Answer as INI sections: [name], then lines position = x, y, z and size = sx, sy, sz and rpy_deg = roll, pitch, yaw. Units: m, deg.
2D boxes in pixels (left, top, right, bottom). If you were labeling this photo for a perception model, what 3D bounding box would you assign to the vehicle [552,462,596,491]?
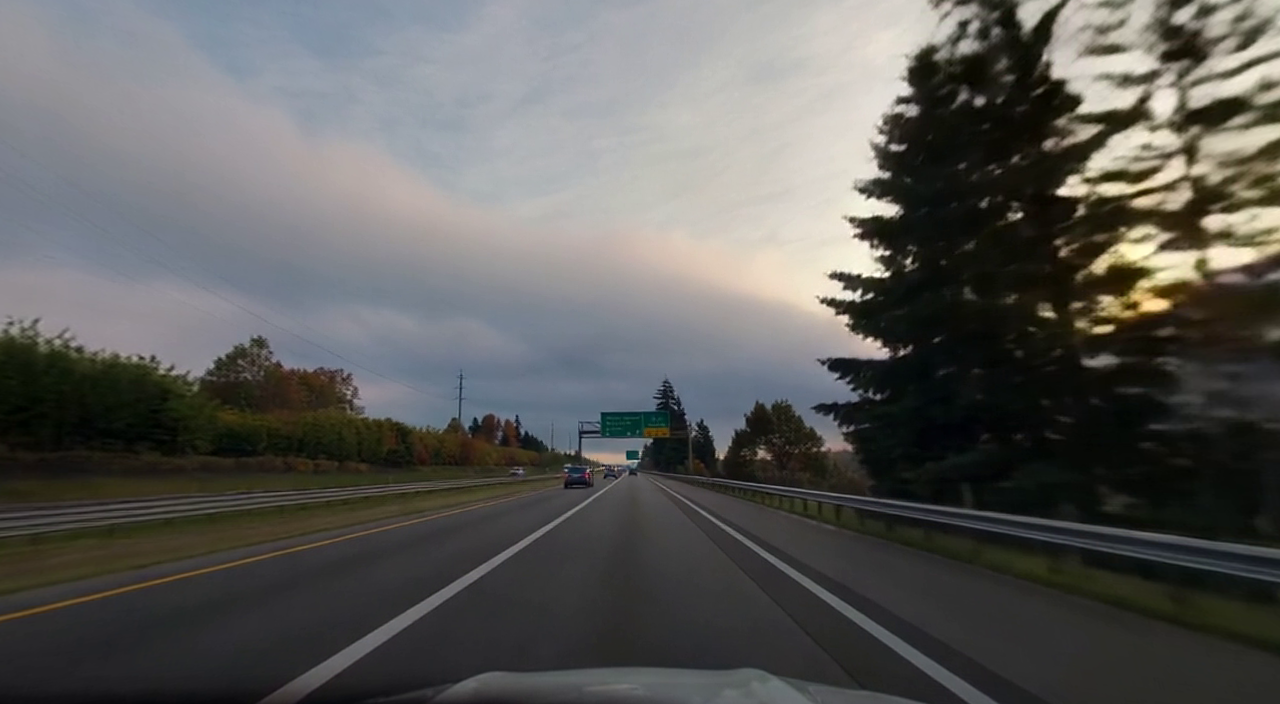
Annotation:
[vehicle]
position = -4.104, 7.871, 39.921
size = 2.239, 1.687, 4.598
rpy_deg = 1, -11, 1
